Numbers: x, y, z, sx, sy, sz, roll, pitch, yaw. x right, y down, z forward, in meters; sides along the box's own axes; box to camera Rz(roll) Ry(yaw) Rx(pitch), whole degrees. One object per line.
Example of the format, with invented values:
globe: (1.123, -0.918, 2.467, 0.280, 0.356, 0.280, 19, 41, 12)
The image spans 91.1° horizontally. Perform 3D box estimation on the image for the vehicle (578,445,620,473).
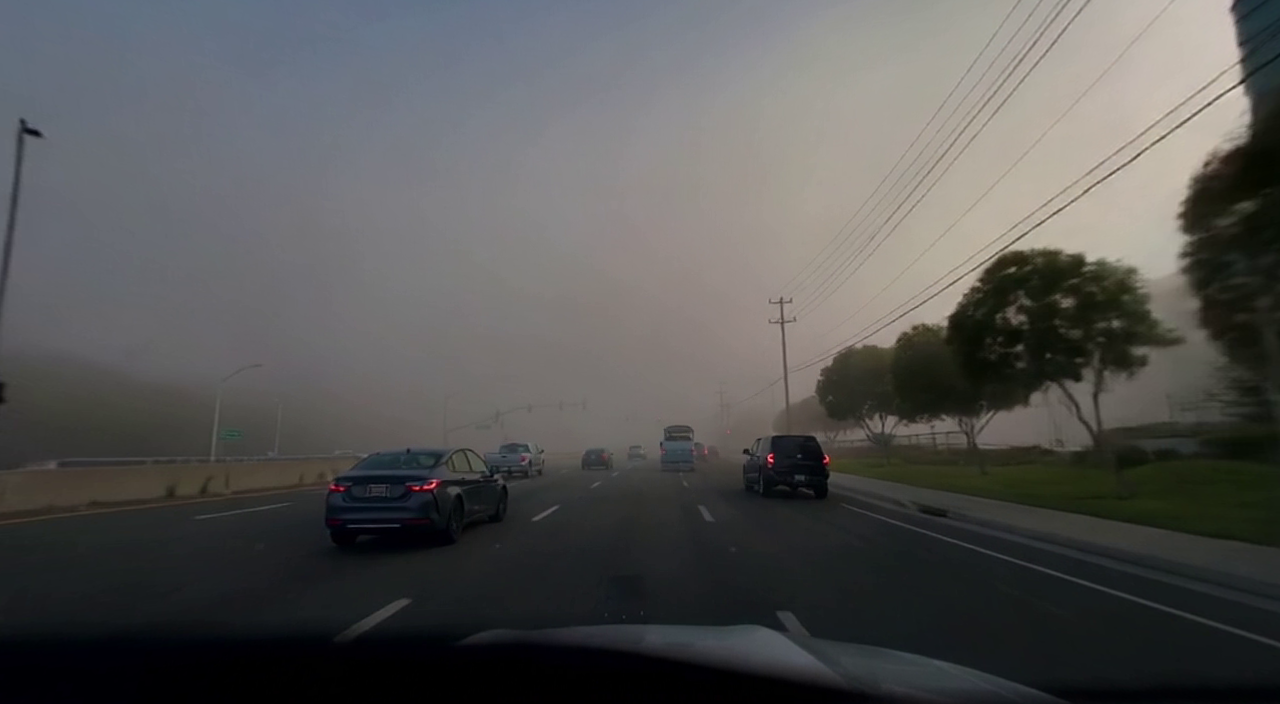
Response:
vehicle: (-2.404, 6.408, 37.872, 1.984, 1.567, 4.311, 0, -8, 4)

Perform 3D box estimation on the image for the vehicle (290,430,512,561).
vehicle: (-3.454, 2.119, 9.969, 1.934, 1.643, 3.718, 0, -8, 2)

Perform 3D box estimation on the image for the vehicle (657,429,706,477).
vehicle: (2.414, 5.656, 35.450, 2.457, 2.440, 5.486, -1, -9, 7)

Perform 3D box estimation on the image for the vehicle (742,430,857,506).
vehicle: (4.447, 3.307, 18.358, 2.283, 1.923, 4.427, 0, -8, 1)
